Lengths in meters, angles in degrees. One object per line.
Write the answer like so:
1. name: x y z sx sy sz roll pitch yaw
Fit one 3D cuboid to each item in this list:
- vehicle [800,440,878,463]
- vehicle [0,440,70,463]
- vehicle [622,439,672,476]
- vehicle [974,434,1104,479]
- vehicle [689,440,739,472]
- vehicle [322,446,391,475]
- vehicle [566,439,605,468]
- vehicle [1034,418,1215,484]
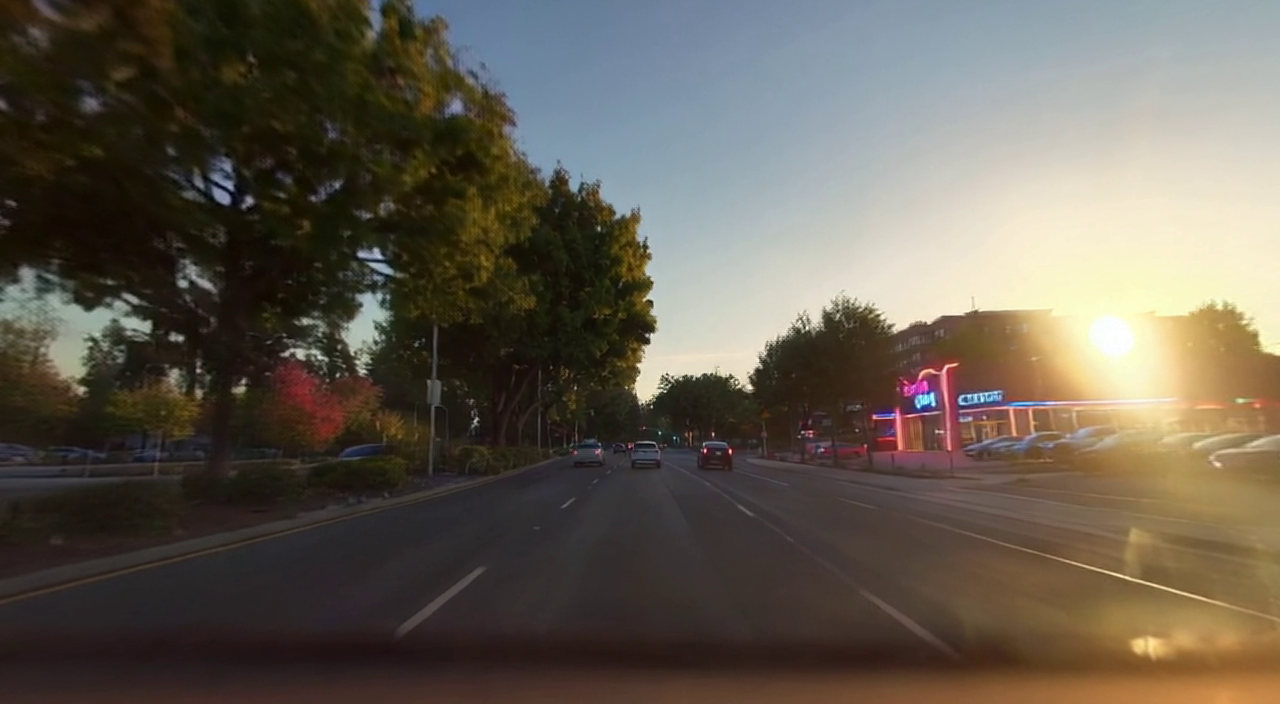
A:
1. vehicle: 13.053 6.550 41.617 4.622 1.469 1.934 -2 -9 10
2. vehicle: -45.390 7.351 46.715 2.029 1.654 4.555 0 -8 -2
3. vehicle: 0.276 4.637 27.989 2.059 1.477 4.216 0 -8 0
4. vehicle: 15.038 3.951 24.133 2.099 1.526 4.555 -1 -8 2
5. vehicle: 3.627 5.227 31.816 2.012 1.462 4.400 0 -8 0
6. vehicle: -15.657 5.987 35.088 1.796 1.466 4.362 0 -8 1
7. vehicle: -3.223 6.127 38.206 1.995 1.607 4.086 0 -8 0
8. vehicle: 17.450 3.632 23.232 2.131 2.070 5.579 -1 -8 -1
